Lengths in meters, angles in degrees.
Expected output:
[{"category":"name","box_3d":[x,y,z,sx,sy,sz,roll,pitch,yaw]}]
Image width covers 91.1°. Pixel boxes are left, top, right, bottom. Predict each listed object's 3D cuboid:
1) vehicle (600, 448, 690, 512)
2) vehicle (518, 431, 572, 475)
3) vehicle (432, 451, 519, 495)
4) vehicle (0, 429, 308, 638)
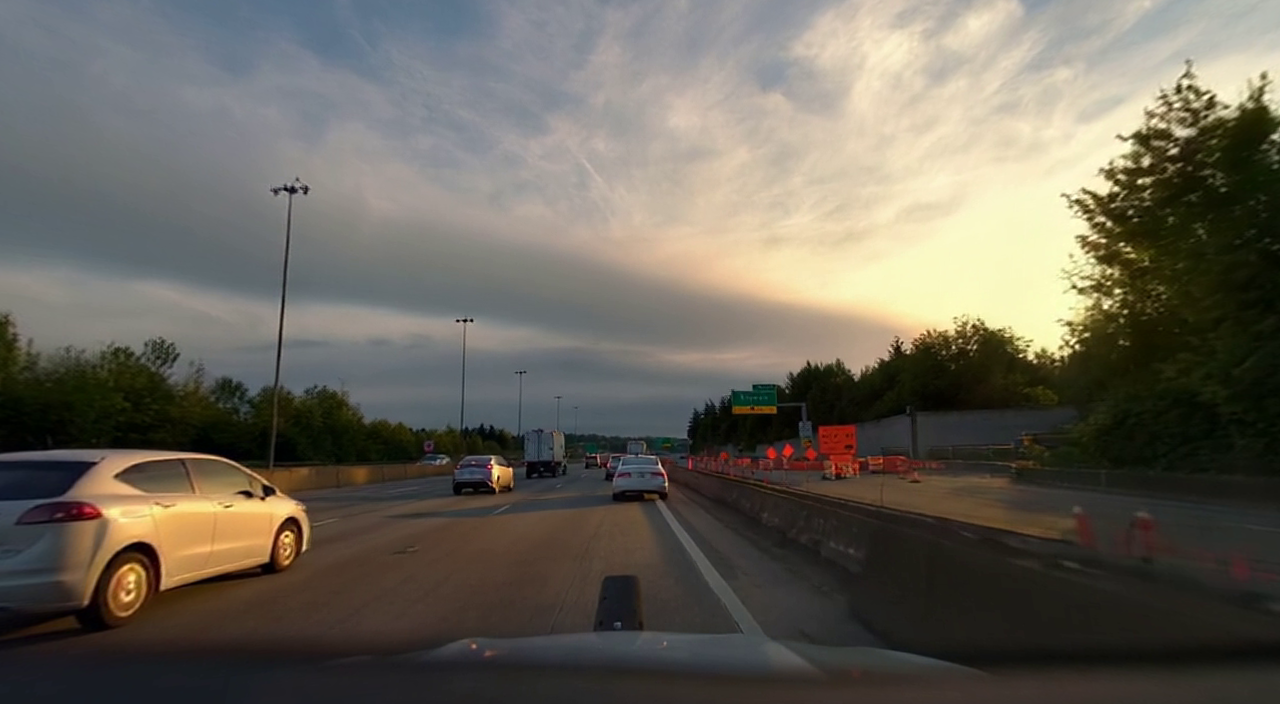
[{"category":"vehicle","box_3d":[0.104,3.230,16.337,2.080,1.451,3.512,0,-9,-1]},{"category":"vehicle","box_3d":[-6.026,6.521,40.713,2.326,2.645,6.249,0,-9,1]},{"category":"vehicle","box_3d":[-5.813,4.303,22.737,2.063,1.417,4.000,0,-9,0]},{"category":"vehicle","box_3d":[-5.583,1.608,6.460,1.892,1.481,4.573,0,-9,-1]}]
